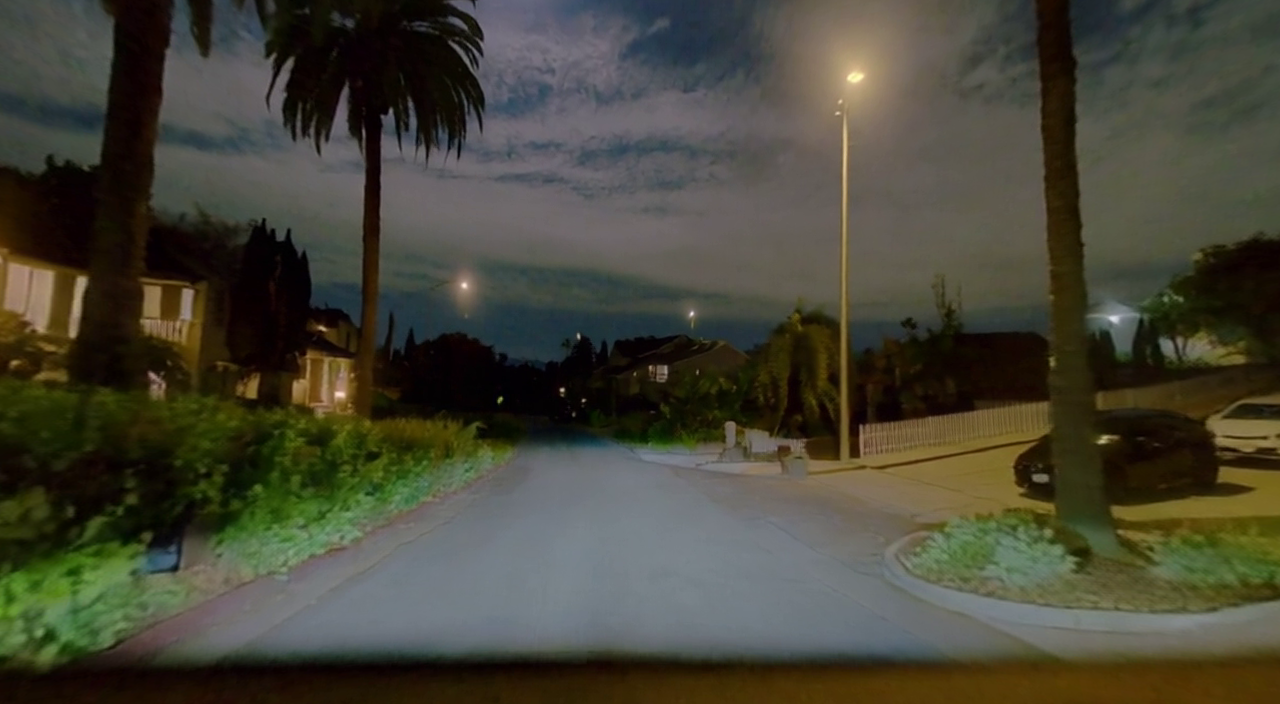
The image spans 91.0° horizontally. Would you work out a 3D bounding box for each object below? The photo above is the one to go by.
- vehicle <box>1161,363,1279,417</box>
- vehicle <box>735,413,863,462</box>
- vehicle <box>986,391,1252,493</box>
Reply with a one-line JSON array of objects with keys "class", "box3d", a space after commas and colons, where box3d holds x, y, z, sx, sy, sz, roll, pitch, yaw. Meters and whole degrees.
[{"class": "vehicle", "box3d": [24.371, 1.641, 25.925, 4.980, 1.925, 2.001, 3, -9, -19]}, {"class": "vehicle", "box3d": [7.359, 3.998, 29.020, 5.663, 1.913, 2.170, 6, -11, -26]}, {"class": "vehicle", "box3d": [10.387, 2.017, 13.814, 4.443, 1.948, 2.230, 2, -11, -16]}]
